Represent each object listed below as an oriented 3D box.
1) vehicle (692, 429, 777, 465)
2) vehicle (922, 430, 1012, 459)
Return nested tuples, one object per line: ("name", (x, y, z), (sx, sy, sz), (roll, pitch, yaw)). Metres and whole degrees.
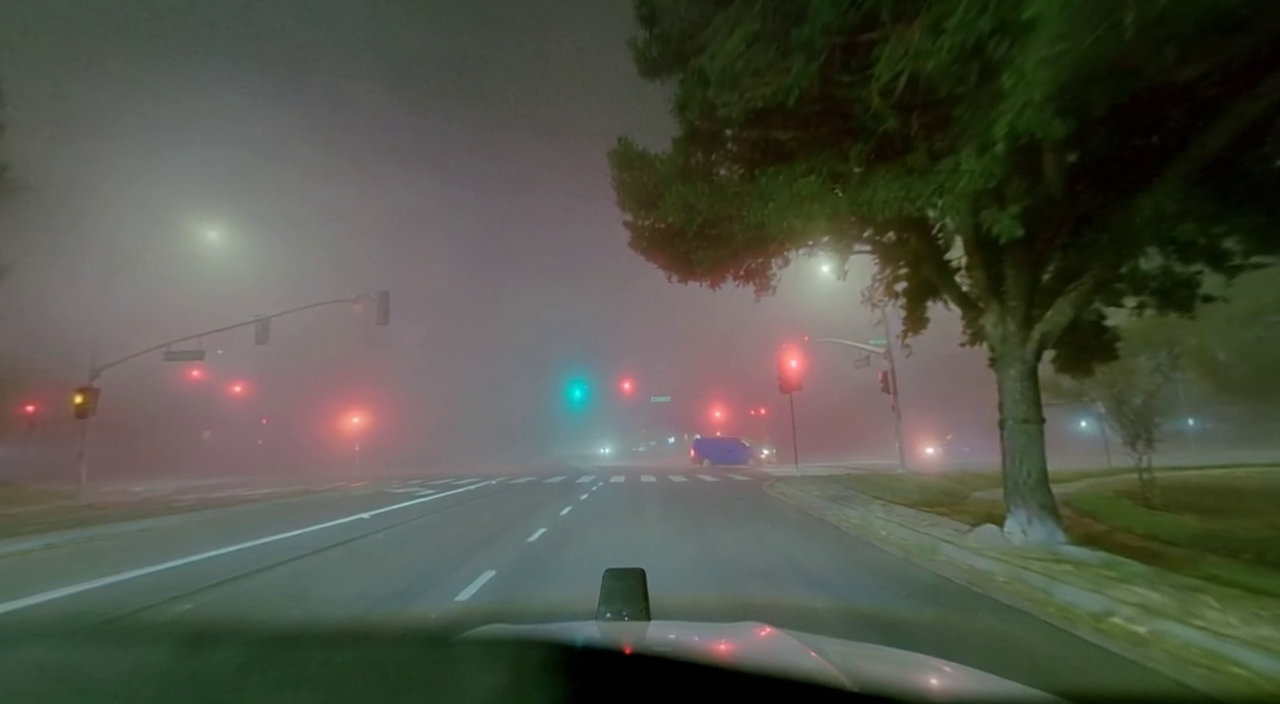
("vehicle", (5.534, 5.559, 36.915), (4.536, 1.965, 1.780), (-4, -9, 26))
("vehicle", (21.306, 6.065, 41.198), (4.790, 1.798, 1.909), (0, -8, 1))
